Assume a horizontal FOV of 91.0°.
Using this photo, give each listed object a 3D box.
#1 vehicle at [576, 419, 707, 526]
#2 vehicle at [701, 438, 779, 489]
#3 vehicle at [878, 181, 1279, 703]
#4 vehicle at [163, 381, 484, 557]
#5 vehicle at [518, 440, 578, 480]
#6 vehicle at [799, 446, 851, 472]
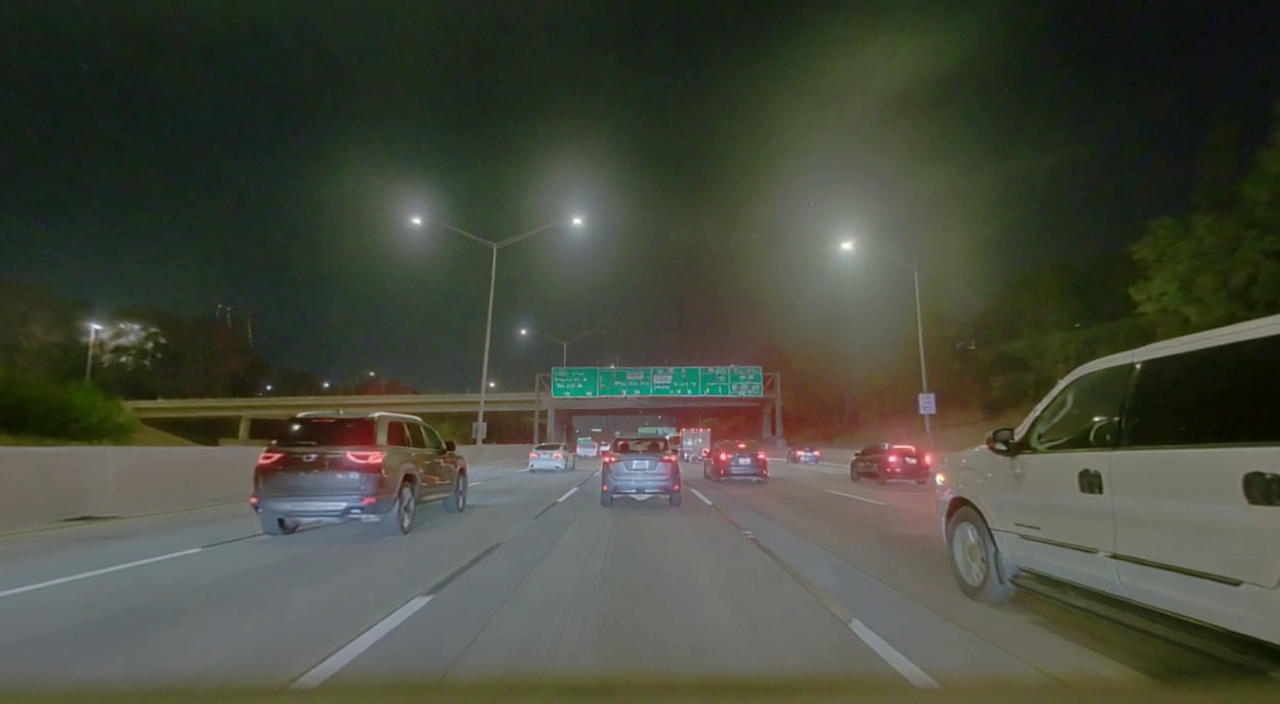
[{"bbox_3d":[0.036,2.337,12.673,2.181,1.756,4.167,0,-9,0],"label":"vehicle"},{"bbox_3d":[3.504,3.997,22.951,2.022,1.633,4.651,1,-9,-1],"label":"vehicle"},{"bbox_3d":[3.481,0.693,3.428,2.300,2.242,5.327,0,-9,1],"label":"vehicle"},{"bbox_3d":[-4.575,1.859,10.693,2.212,2.101,6.052,0,-9,1],"label":"vehicle"},{"bbox_3d":[-4.112,4.900,28.882,1.982,1.655,4.604,0,-9,1],"label":"vehicle"},{"bbox_3d":[11.967,6.940,41.115,1.797,1.557,4.653,1,-9,-2],"label":"vehicle"}]
